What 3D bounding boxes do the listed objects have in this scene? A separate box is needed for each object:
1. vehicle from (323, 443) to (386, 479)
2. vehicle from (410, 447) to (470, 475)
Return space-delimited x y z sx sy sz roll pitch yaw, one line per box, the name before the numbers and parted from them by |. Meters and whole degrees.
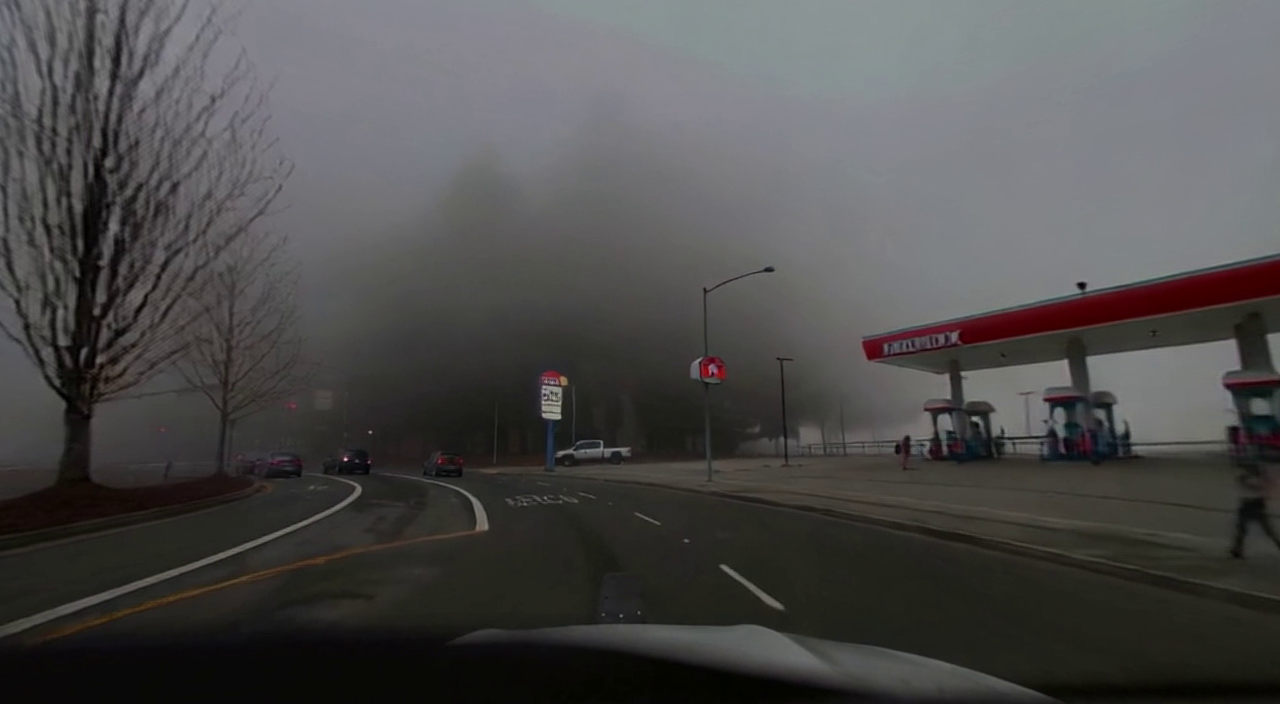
vehicle | -17.386 6.554 38.215 2.254 2.006 4.766 8 -11 -38
vehicle | -14.251 7.731 44.754 2.202 1.822 4.826 8 -12 -40
